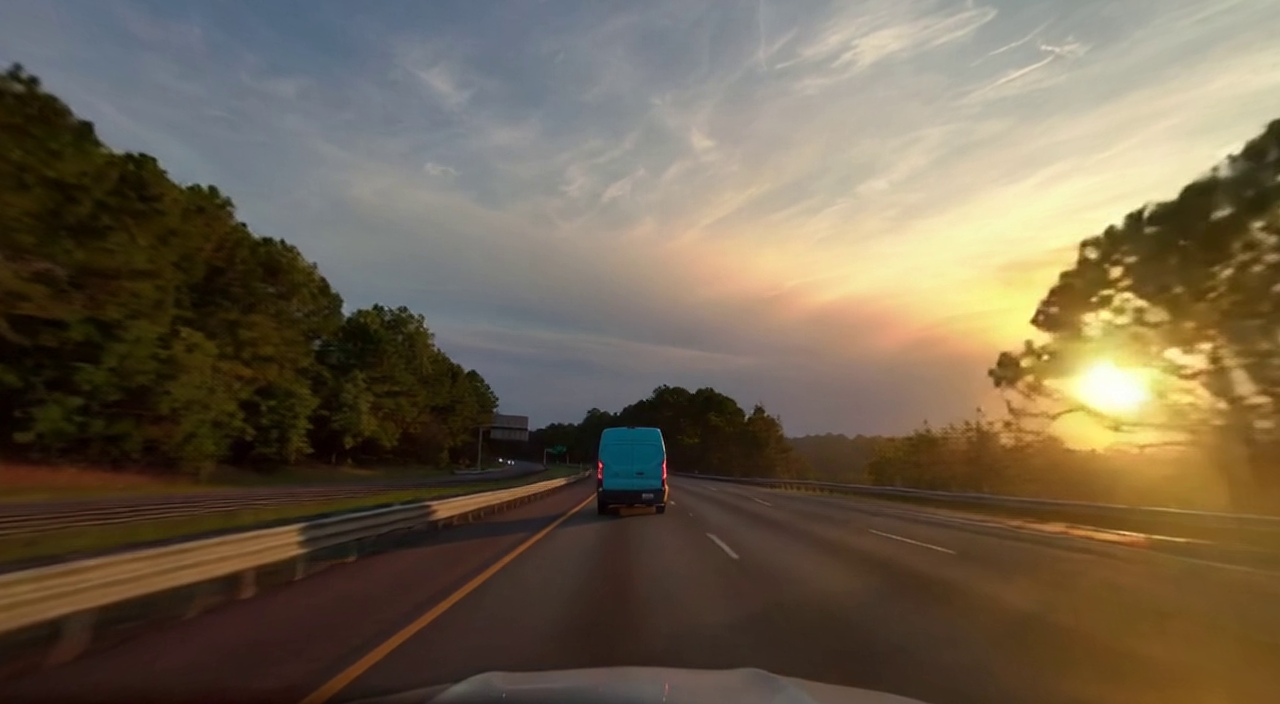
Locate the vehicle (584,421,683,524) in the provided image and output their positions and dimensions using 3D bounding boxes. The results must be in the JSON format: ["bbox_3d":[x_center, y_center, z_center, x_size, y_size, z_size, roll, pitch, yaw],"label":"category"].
[{"bbox_3d":[-0.240,3.464,18.370,2.375,2.432,6.161,1,-10,-2],"label":"vehicle"}]
